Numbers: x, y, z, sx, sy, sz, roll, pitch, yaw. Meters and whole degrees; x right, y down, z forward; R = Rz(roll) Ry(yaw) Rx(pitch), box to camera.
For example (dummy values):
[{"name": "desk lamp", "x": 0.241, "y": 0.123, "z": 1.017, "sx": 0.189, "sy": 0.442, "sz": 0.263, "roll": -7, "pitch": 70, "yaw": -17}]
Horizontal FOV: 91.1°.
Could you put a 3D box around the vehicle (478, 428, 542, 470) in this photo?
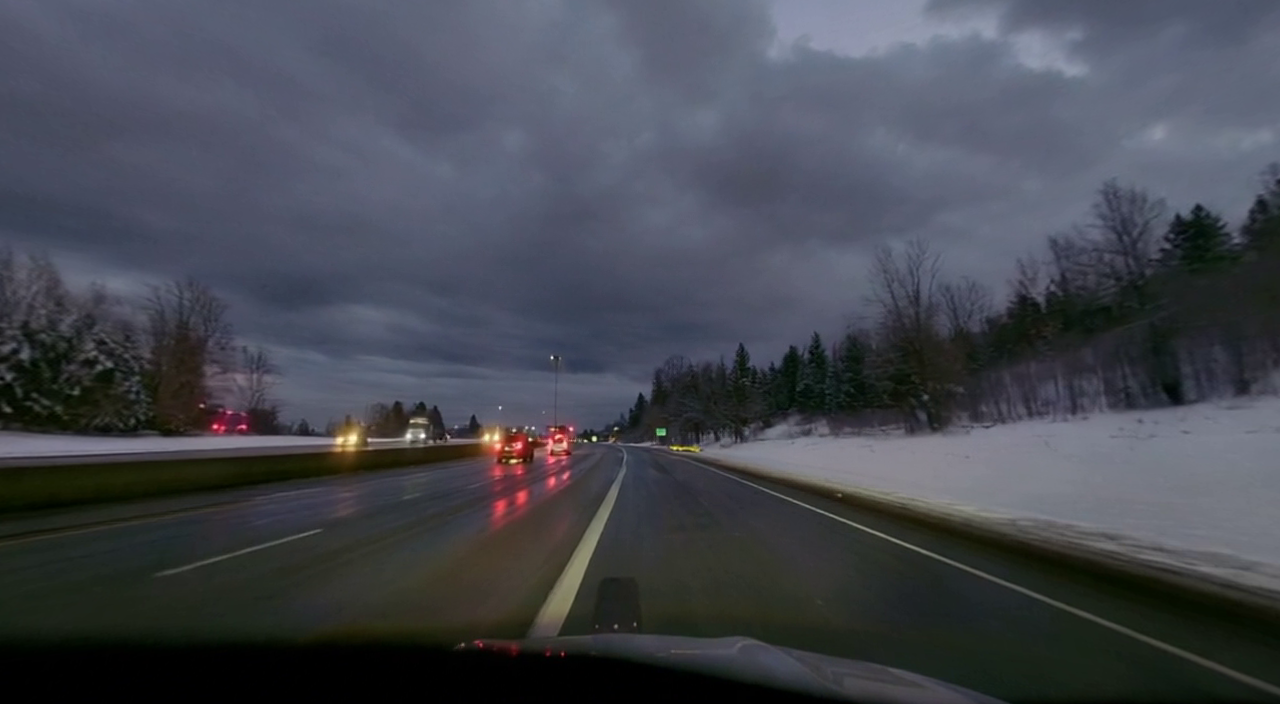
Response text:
[{"name": "vehicle", "x": -6.284, "y": 4.727, "z": 30.962, "sx": 2.188, "sy": 1.896, "sz": 4.810, "roll": 0, "pitch": -8, "yaw": -1}]
